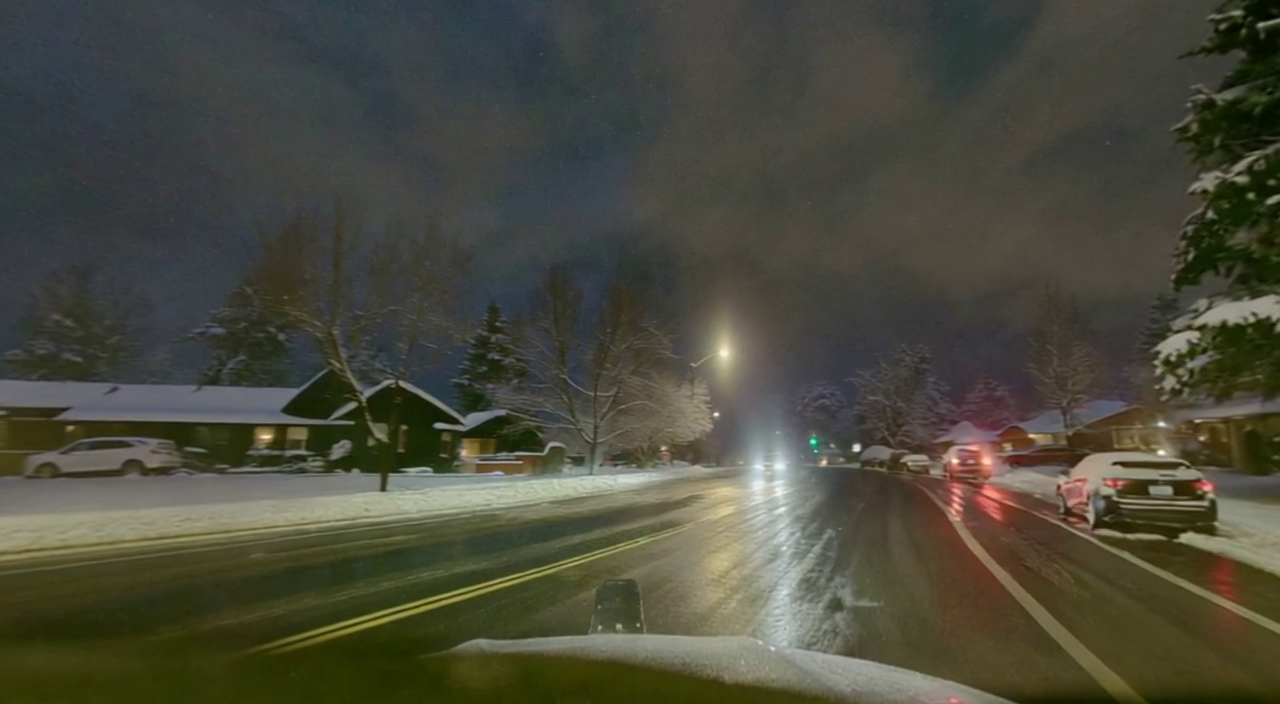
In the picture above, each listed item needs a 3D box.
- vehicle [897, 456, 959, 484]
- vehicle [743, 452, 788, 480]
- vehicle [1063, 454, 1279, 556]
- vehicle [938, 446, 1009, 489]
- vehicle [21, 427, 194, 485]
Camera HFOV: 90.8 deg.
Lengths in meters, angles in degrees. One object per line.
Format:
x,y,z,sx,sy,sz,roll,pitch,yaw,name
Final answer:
20.126,8.205,44.378,2.713,1.671,4.939,-1,-8,10,vehicle
7.632,6.832,38.116,2.058,1.551,4.247,-3,-9,18,vehicle
10.193,2.842,12.513,2.080,1.543,4.294,-3,-9,22,vehicle
17.994,6.196,34.364,2.305,2.111,4.965,-2,-9,15,vehicle
-19.150,3.829,23.110,2.024,1.848,4.797,0,-10,1,vehicle
